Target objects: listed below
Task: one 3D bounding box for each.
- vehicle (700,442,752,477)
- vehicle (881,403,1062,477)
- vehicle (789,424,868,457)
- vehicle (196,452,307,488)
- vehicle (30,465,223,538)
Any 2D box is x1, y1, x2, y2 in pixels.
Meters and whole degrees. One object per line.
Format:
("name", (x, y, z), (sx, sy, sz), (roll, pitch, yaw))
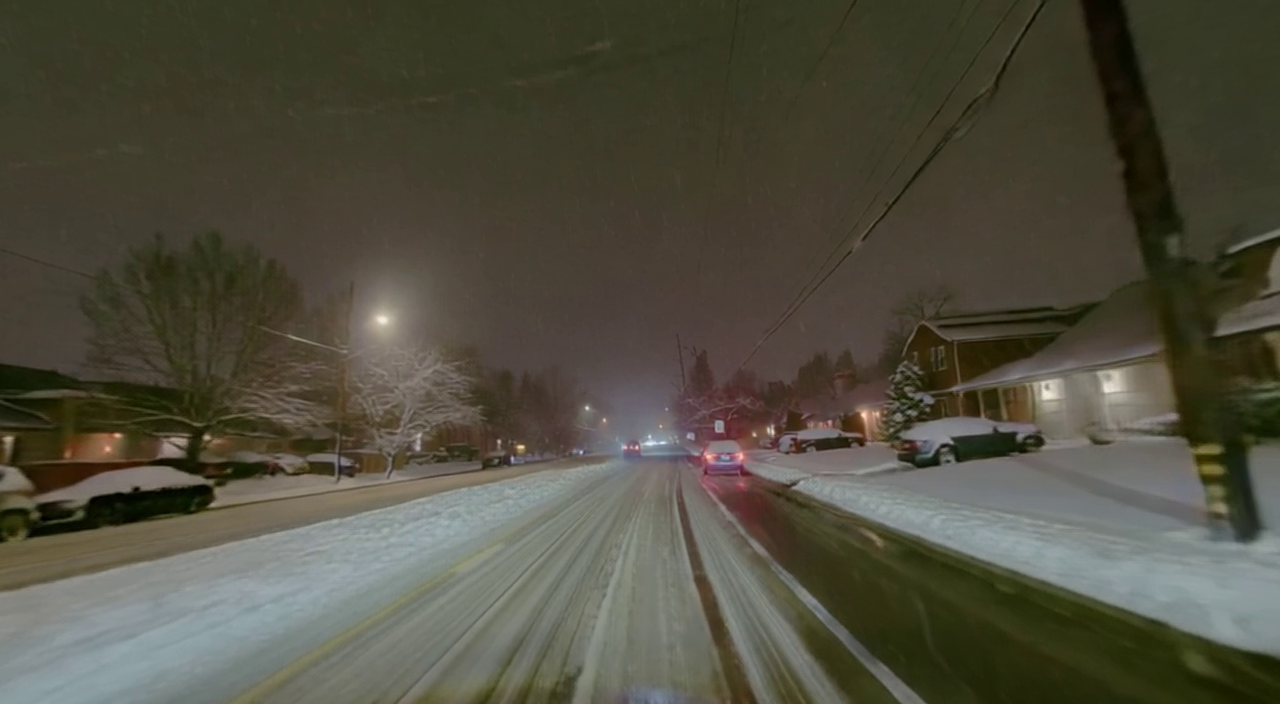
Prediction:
("vehicle", (3.834, 4.862, 28.821), (2.016, 1.477, 4.207), (-1, -8, 3))
("vehicle", (10.279, 2.751, 19.858), (4.463, 1.765, 1.960), (-5, -8, -4))
("vehicle", (12.028, 5.636, 40.215), (4.591, 1.867, 2.057), (2, -11, -29))
("vehicle", (-20.137, 6.094, 32.836), (4.505, 1.501, 1.953), (2, -9, 6))
("vehicle", (-14.082, 4.075, 17.703), (1.695, 1.423, 4.371), (-9, -9, 2))
